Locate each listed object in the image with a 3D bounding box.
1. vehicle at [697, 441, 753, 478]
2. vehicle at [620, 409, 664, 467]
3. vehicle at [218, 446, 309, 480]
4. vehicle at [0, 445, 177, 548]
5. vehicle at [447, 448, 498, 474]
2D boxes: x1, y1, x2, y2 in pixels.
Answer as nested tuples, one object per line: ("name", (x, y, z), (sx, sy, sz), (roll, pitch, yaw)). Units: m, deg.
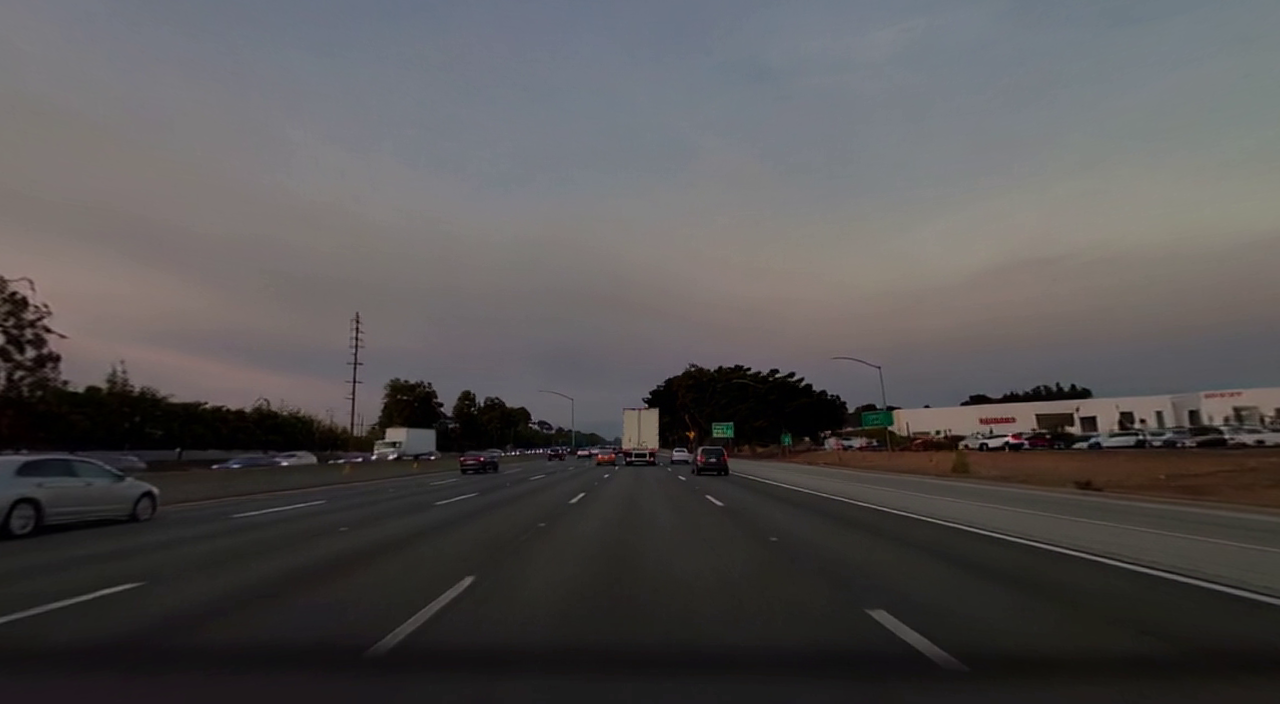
("vehicle", (4.076, 5.271, 31.102), (2.107, 1.707, 4.445), (0, -9, 0))
("vehicle", (0.315, 6.709, 48.619), (3.012, 3.928, 10.262), (0, -9, 2))
("vehicle", (-23.668, 6.968, 39.920), (2.313, 1.953, 5.311), (0, -9, 2))
("vehicle", (-10.690, 2.374, 10.756), (2.005, 1.547, 4.635), (0, -9, 0))
("vehicle", (-10.579, 6.927, 40.167), (2.015, 1.521, 4.550), (0, -9, 0))
